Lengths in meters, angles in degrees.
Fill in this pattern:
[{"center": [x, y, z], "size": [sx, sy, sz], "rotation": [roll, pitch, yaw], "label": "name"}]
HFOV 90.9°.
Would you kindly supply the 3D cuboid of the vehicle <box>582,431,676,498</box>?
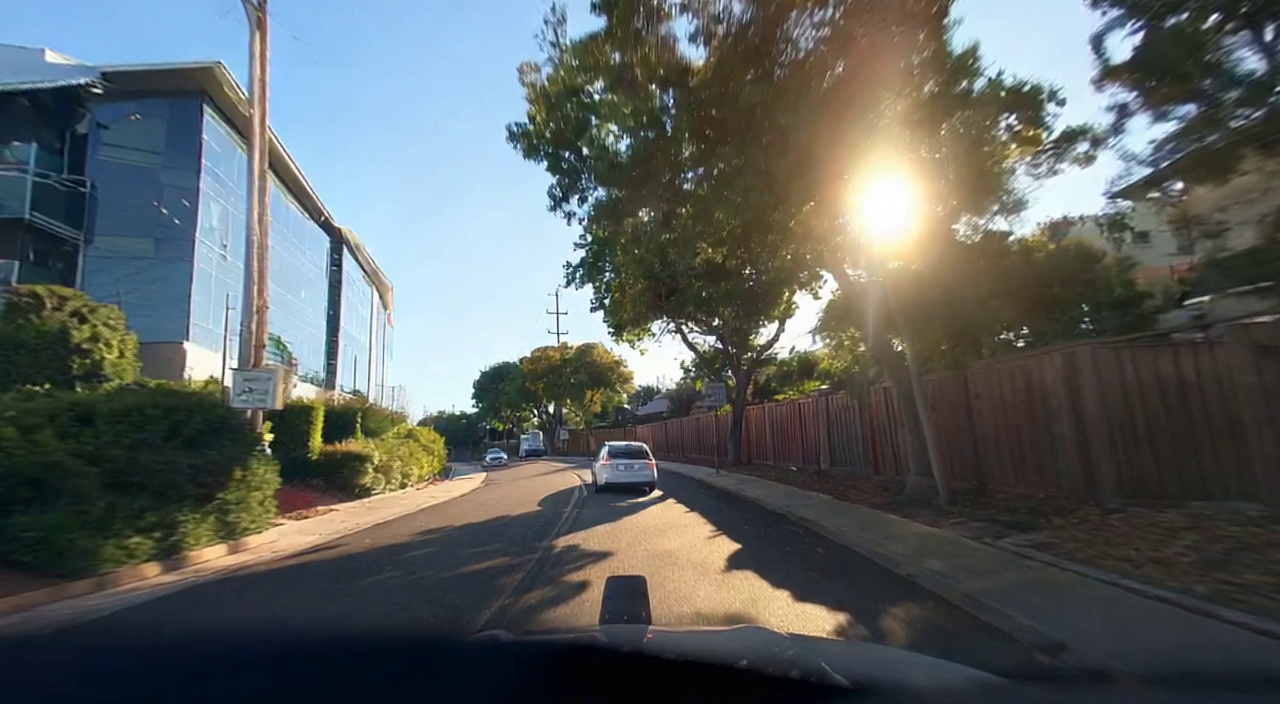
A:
[{"center": [-0.417, 2.829, 16.320], "size": [2.060, 1.487, 3.920], "rotation": [1, -8, -6], "label": "vehicle"}]
